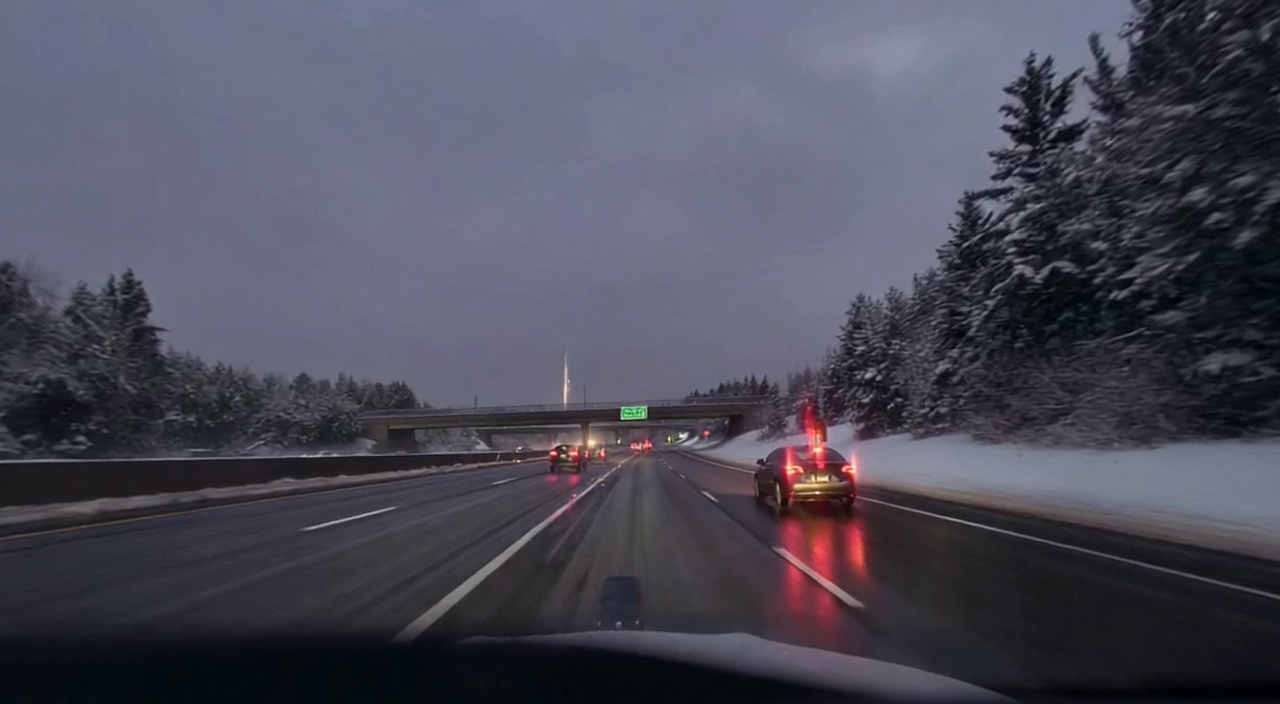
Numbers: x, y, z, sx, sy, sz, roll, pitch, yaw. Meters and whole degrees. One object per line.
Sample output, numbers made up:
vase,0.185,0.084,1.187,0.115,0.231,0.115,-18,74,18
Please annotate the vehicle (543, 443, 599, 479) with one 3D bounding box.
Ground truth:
vehicle,-3.176,5.120,29.789,2.072,1.545,4.687,0,-9,0

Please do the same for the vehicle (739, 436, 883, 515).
vehicle,3.679,2.747,14.489,2.079,1.535,4.316,0,-9,0

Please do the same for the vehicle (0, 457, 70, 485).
vehicle,-40.207,7.675,40.897,1.937,1.636,4.683,0,-9,0

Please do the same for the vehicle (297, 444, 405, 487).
vehicle,-11.154,4.400,24.722,1.919,1.497,4.765,0,-9,1
